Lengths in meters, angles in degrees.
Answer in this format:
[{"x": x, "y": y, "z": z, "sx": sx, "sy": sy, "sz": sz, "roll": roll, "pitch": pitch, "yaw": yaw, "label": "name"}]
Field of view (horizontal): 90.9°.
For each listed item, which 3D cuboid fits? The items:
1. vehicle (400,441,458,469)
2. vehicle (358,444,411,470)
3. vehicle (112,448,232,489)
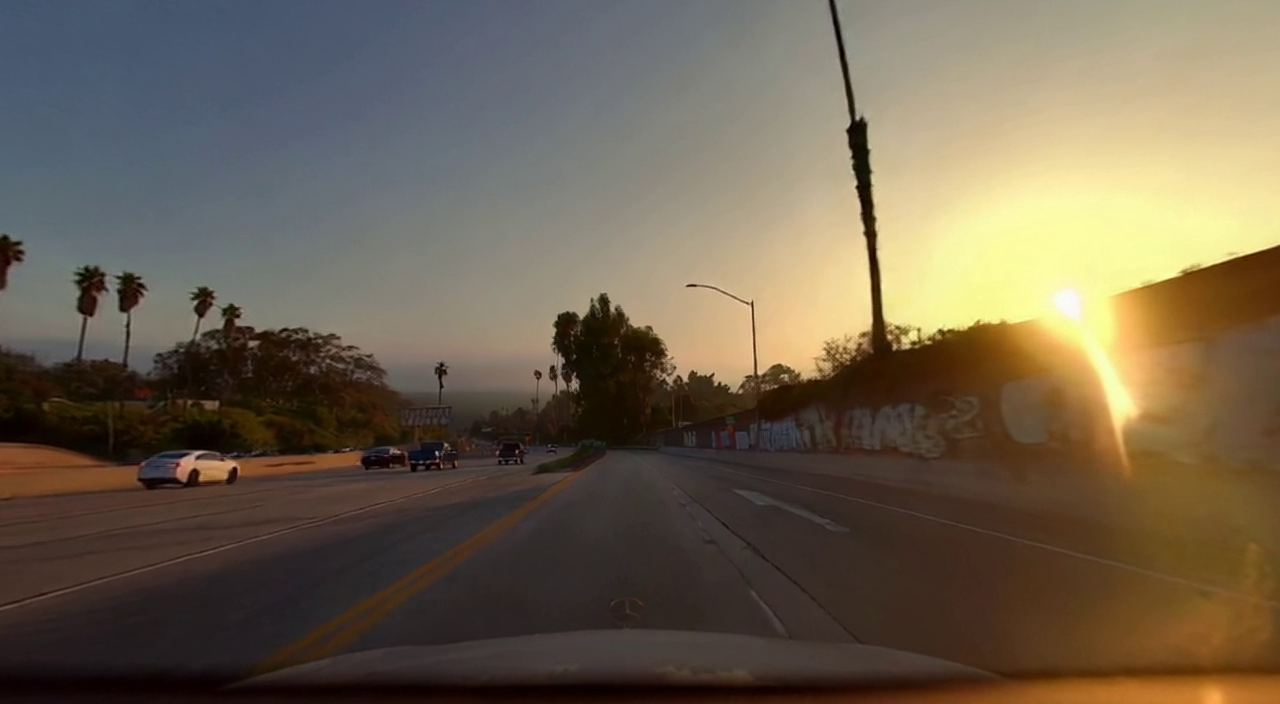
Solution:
[{"x": -15.336, "y": 7.505, "z": 46.235, "sx": 2.272, "sy": 1.882, "sz": 5.941, "roll": 0, "pitch": -9, "yaw": -1, "label": "vehicle"}, {"x": -19.210, "y": 7.879, "z": 47.639, "sx": 2.078, "sy": 1.802, "sz": 4.723, "roll": 0, "pitch": -9, "yaw": -1, "label": "vehicle"}, {"x": -23.033, "y": 5.703, "z": 31.368, "sx": 2.158, "sy": 1.795, "sz": 5.013, "roll": 0, "pitch": -9, "yaw": 0, "label": "vehicle"}]
